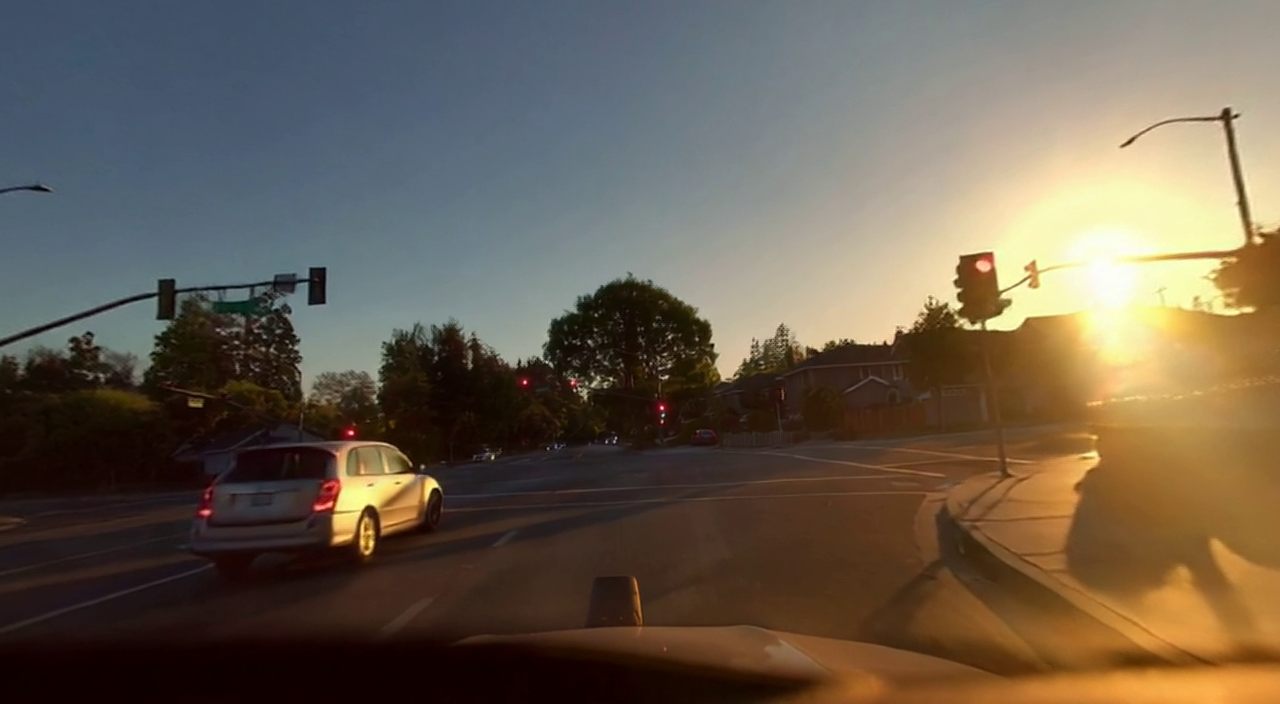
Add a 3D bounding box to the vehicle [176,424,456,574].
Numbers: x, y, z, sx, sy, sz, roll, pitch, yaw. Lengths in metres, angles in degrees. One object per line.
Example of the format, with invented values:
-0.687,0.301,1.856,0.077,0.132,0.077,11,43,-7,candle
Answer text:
-3.929,1.786,8.531,1.777,1.537,3.831,0,-8,-1,vehicle
